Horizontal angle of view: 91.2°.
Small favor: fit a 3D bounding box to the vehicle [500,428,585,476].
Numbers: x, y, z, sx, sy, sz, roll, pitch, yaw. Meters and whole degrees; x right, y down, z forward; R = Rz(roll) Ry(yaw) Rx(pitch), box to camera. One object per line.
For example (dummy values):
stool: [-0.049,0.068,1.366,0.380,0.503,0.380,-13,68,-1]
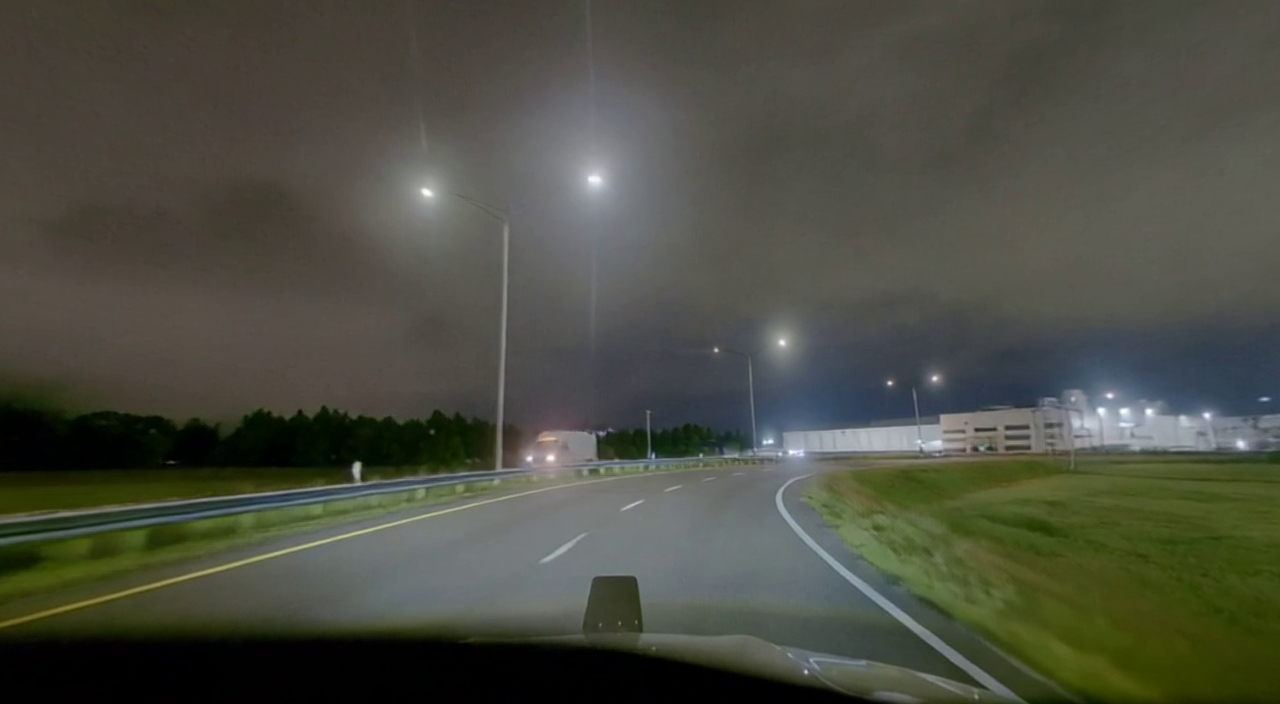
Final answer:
vehicle: [-5.765,6.050,38.151,2.396,2.635,5.921,-4,-9,21]
